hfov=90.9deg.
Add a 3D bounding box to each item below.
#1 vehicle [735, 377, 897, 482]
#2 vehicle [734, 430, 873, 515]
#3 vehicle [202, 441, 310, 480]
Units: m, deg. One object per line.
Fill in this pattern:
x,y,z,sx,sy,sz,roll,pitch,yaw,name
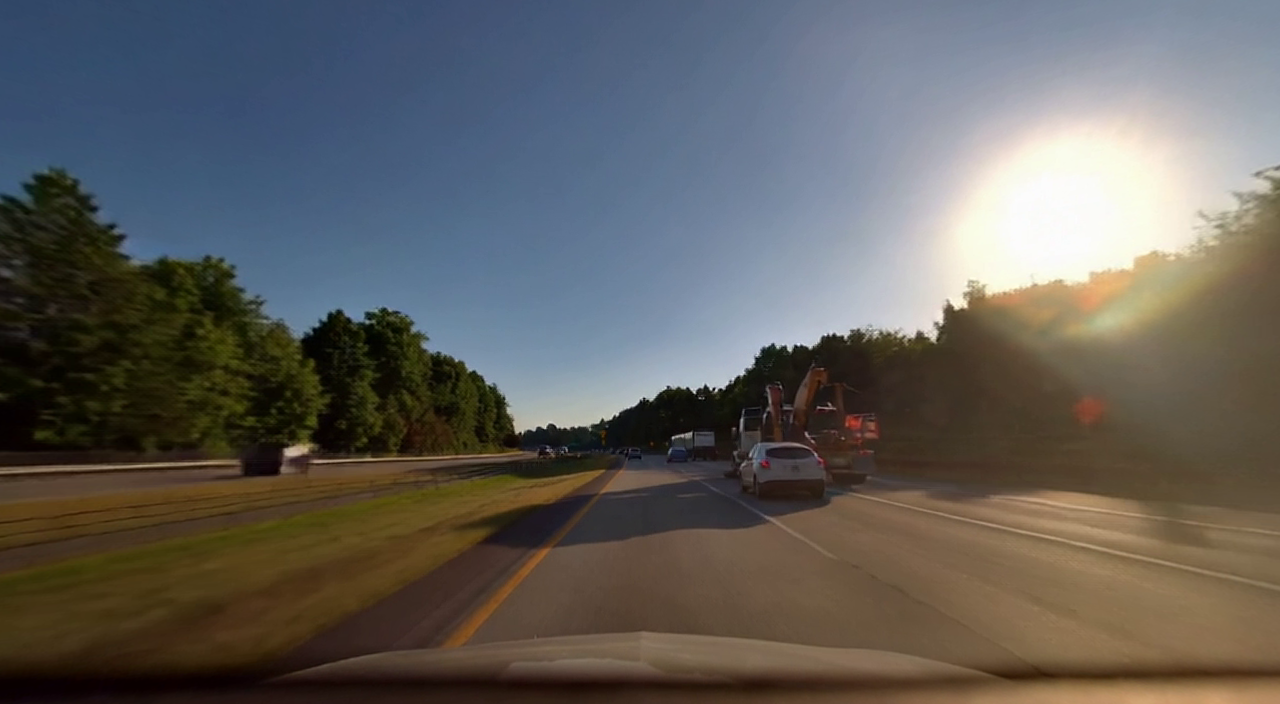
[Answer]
8.022,4.255,32.652,3.441,4.016,16.812,0,-9,0,vehicle
3.534,2.707,14.558,2.022,1.658,4.132,0,-9,-1,vehicle
-15.768,4.465,26.166,1.900,1.483,4.077,0,-9,0,vehicle
